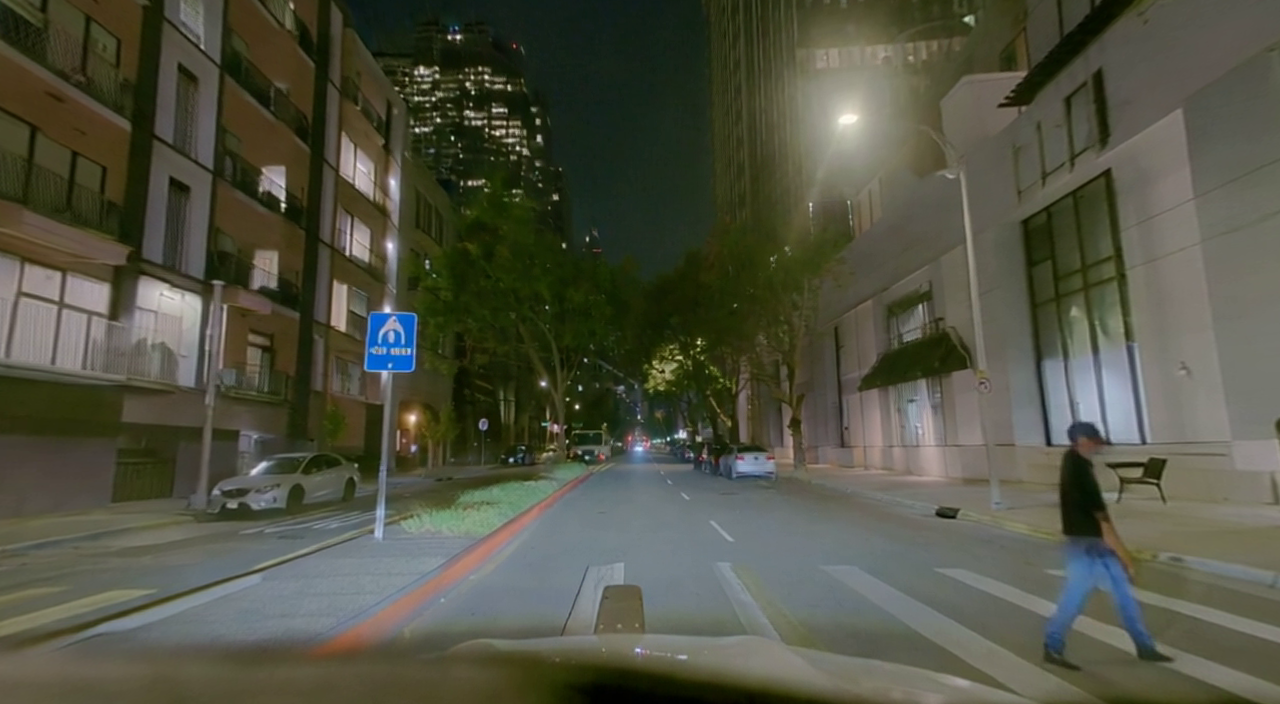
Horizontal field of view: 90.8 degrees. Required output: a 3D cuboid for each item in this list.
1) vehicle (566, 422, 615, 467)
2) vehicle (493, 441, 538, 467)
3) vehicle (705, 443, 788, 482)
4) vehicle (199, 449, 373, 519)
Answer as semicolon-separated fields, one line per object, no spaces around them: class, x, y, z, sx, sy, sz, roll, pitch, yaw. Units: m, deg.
vehicle;-2.989;5.805;39.832;2.317;2.596;6.053;0;-8;3
vehicle;-8.870;7.288;45.290;2.256;1.802;4.333;0;-8;2
vehicle;4.584;4.597;26.701;1.858;1.491;4.329;-5;-10;33
vehicle;-8.794;3.274;16.254;2.007;1.503;4.343;0;-8;-1
